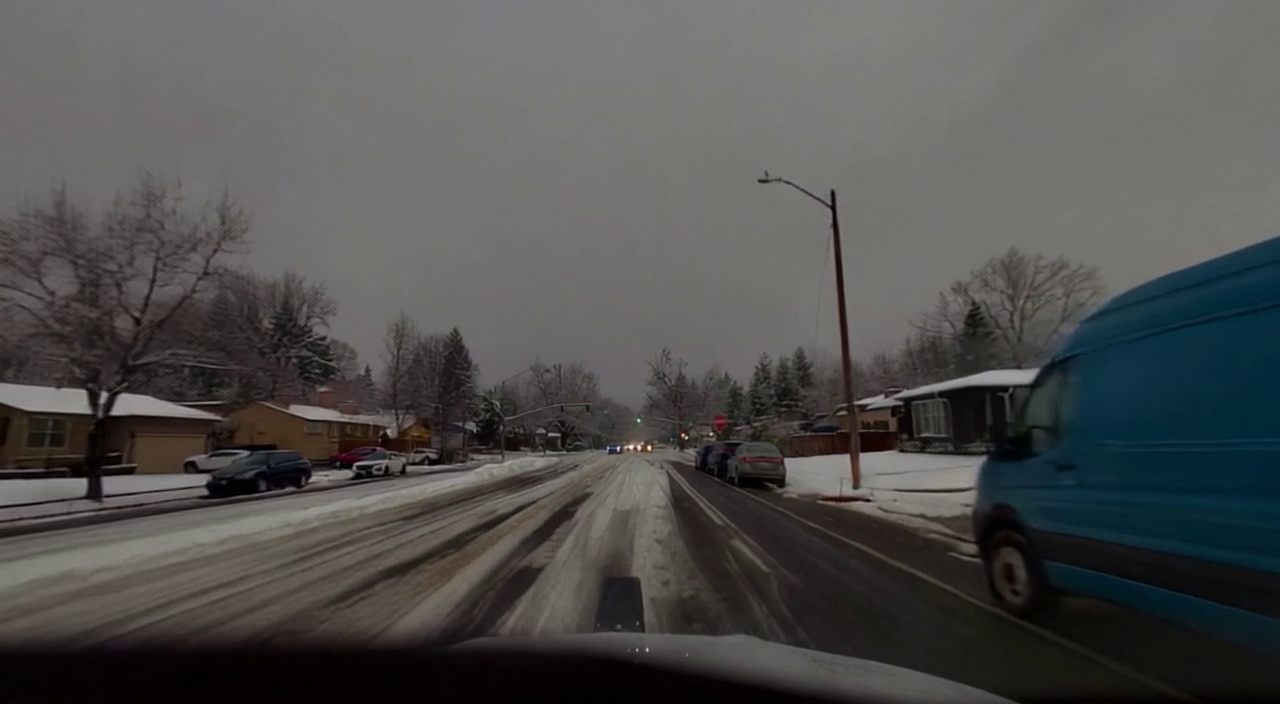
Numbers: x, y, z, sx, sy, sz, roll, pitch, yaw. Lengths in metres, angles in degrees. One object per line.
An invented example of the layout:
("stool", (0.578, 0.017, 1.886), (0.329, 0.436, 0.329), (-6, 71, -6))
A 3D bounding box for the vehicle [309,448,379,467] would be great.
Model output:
("vehicle", (-22.251, 7.943, 47.592), (4.397, 1.423, 1.789), (-1, -9, 2))

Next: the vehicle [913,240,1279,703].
("vehicle", (3.857, 0.730, 3.164), (2.521, 2.168, 5.478), (0, -9, 0))

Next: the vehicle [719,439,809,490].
("vehicle", (3.908, 3.639, 20.740), (1.956, 1.468, 4.524), (0, -9, -1))

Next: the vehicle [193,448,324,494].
("vehicle", (-14.149, 4.398, 23.851), (1.923, 1.535, 4.862), (0, -8, 0))
